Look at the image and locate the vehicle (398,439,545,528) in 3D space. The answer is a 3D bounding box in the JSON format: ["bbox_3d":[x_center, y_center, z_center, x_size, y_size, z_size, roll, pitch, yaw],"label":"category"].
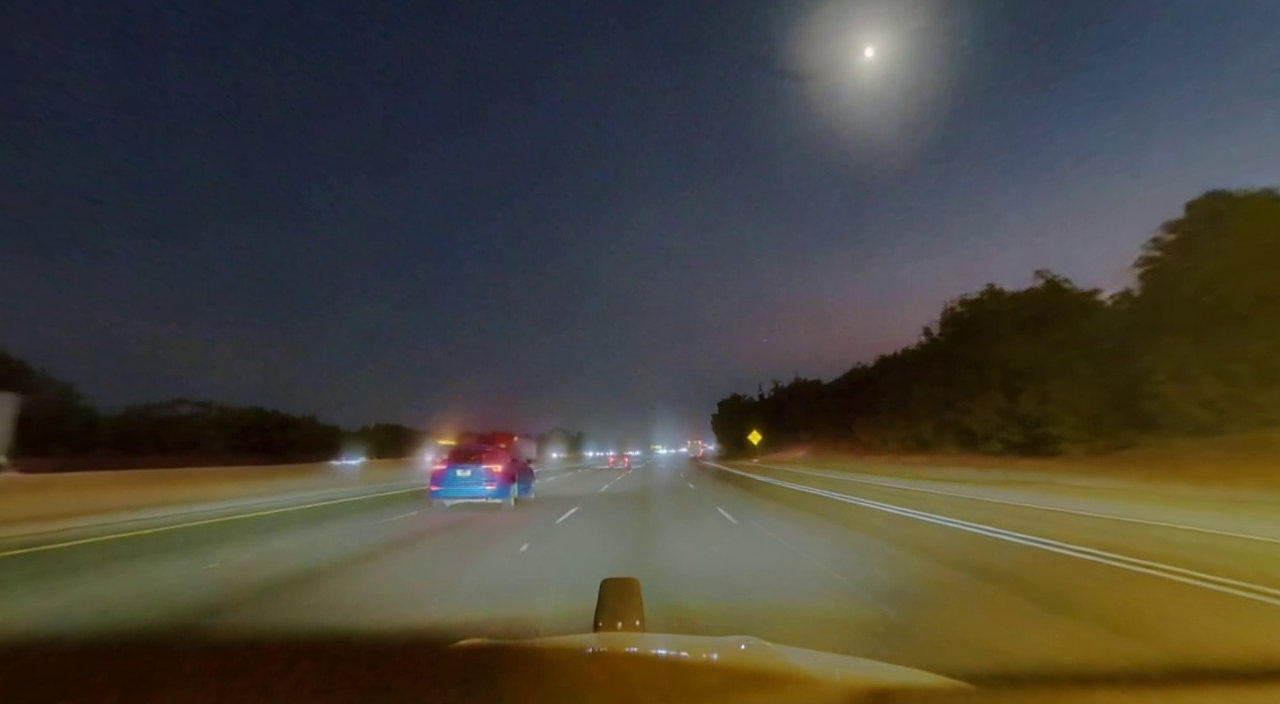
[{"bbox_3d":[-3.457,2.771,13.886,2.016,1.623,4.126,0,-9,1],"label":"vehicle"}]
